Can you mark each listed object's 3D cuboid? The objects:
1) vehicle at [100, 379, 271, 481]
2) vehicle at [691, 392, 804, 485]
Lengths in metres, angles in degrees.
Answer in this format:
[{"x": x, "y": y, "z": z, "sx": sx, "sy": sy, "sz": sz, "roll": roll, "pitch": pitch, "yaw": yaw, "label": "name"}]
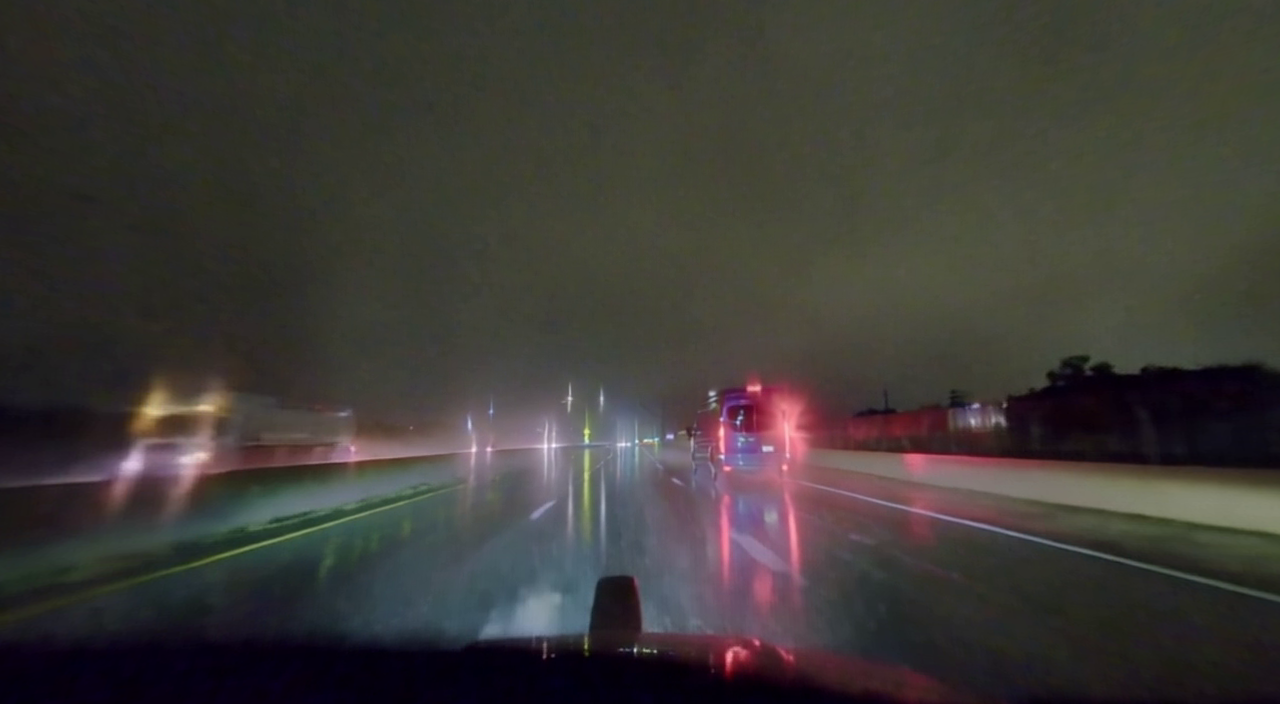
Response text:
[{"x": -20.166, "y": 3.568, "z": 28.540, "sx": 3.147, "sy": 4.064, "sz": 6.027, "roll": 0, "pitch": -8, "yaw": -1, "label": "vehicle"}, {"x": 3.374, "y": 2.998, "z": 21.682, "sx": 2.431, "sy": 2.667, "sz": 6.921, "roll": 0, "pitch": -8, "yaw": -2, "label": "vehicle"}]
